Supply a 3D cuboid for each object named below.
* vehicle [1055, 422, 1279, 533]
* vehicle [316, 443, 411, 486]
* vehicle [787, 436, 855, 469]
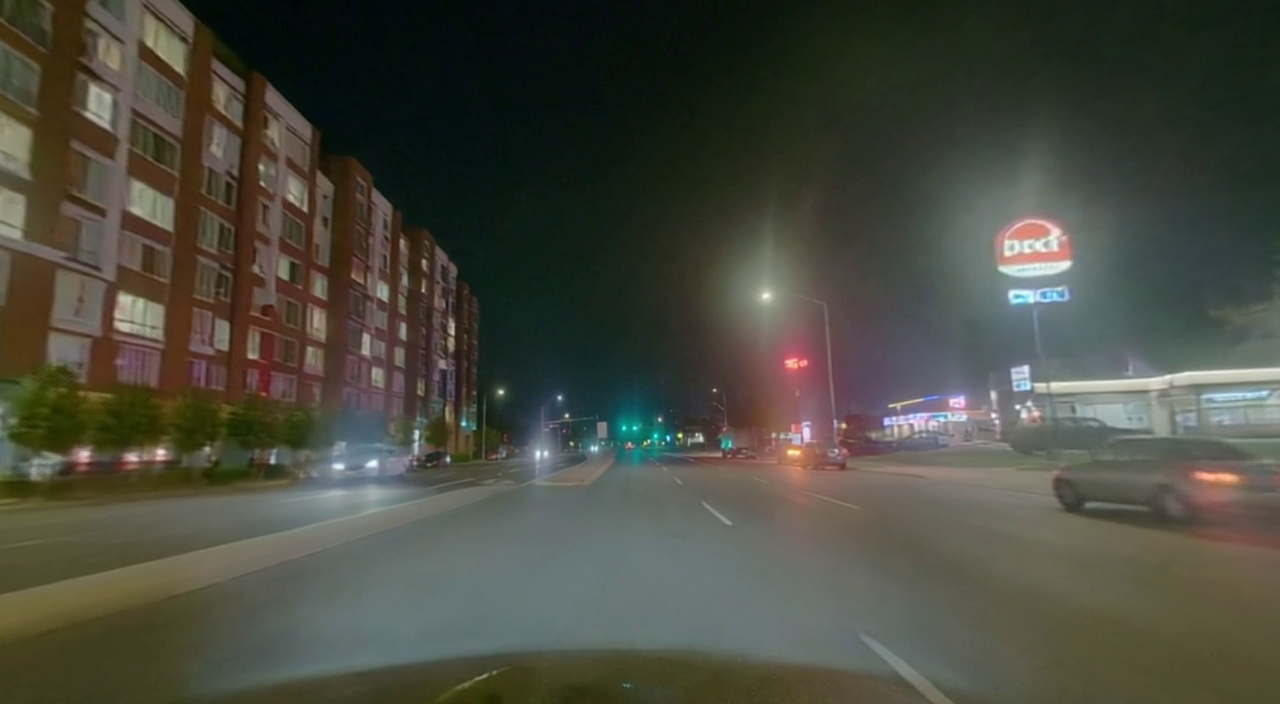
[{"bbox_3d":[10.579,2.273,12.089,2.078,1.688,4.557,1,-8,-2],"label":"vehicle"},{"bbox_3d":[-12.340,5.015,28.604,2.262,1.732,4.501,0,-8,0],"label":"vehicle"},{"bbox_3d":[10.039,5.621,35.541,2.183,1.698,5.010,1,-8,-2],"label":"vehicle"}]
